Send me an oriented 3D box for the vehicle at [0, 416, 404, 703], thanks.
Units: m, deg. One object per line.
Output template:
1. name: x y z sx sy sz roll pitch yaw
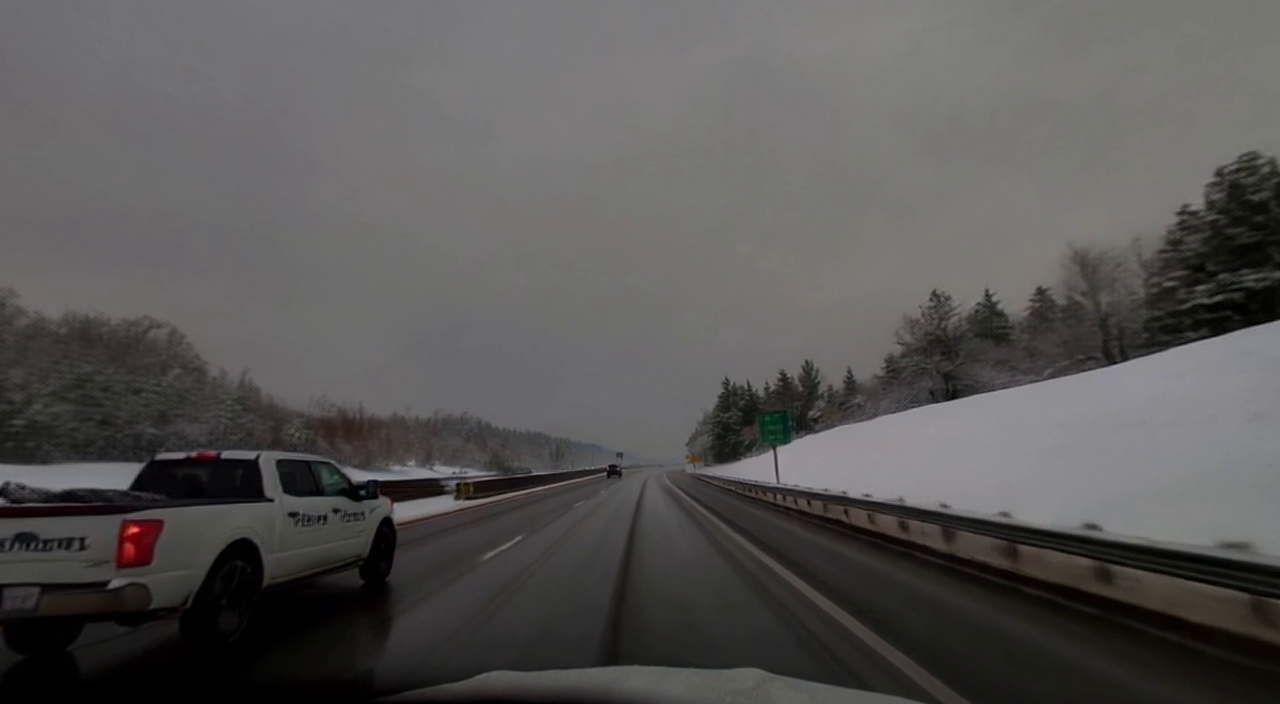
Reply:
1. vehicle: -4.067 1.484 5.321 2.135 1.506 5.041 1 -10 1
